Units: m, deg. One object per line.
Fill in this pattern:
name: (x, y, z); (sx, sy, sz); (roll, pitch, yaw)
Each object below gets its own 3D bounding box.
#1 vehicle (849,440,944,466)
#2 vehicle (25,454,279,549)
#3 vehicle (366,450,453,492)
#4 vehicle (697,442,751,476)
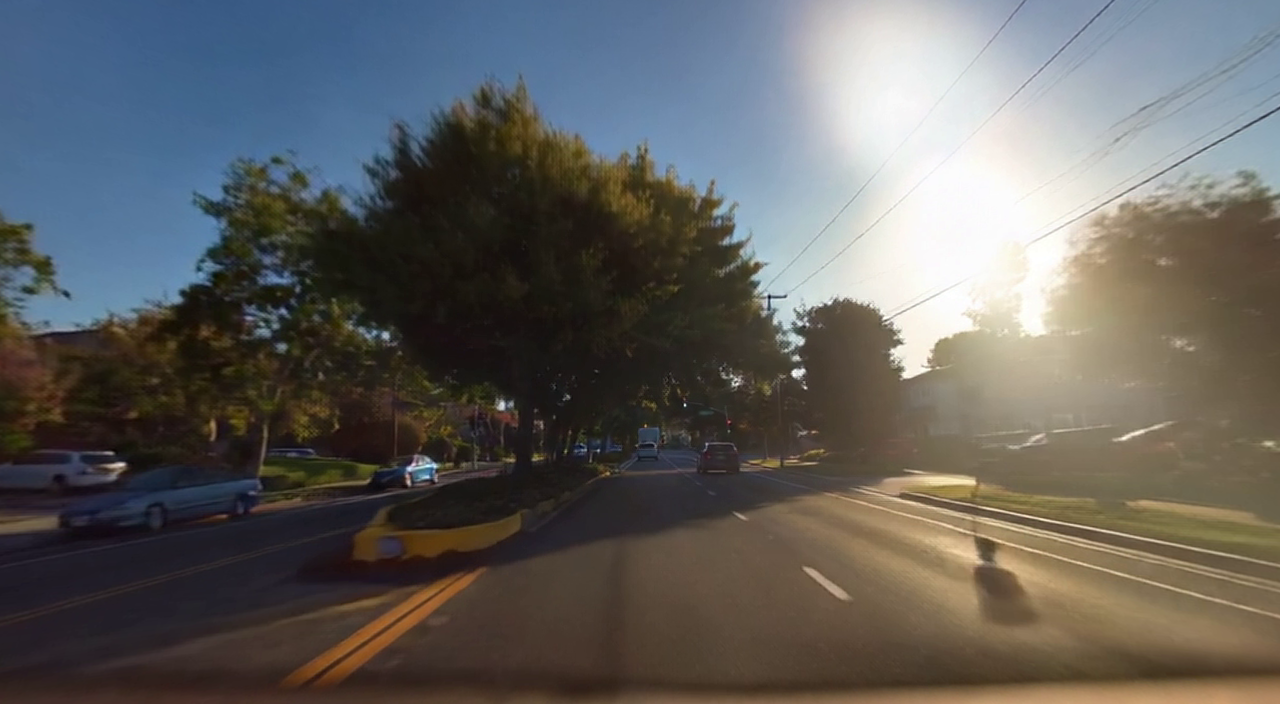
vehicle: (15.239, 6.002, 37.577); (4.838, 1.474, 1.873); (1, -8, -6)
vehicle: (-10.343, 3.135, 13.984); (1.927, 1.485, 4.702); (-2, -7, 0)
vehicle: (-9.877, 5.112, 27.445); (2.032, 1.452, 4.656); (-2, -7, 0)
vehicle: (3.932, 5.078, 30.160); (1.951, 1.479, 4.487); (0, -8, 0)
